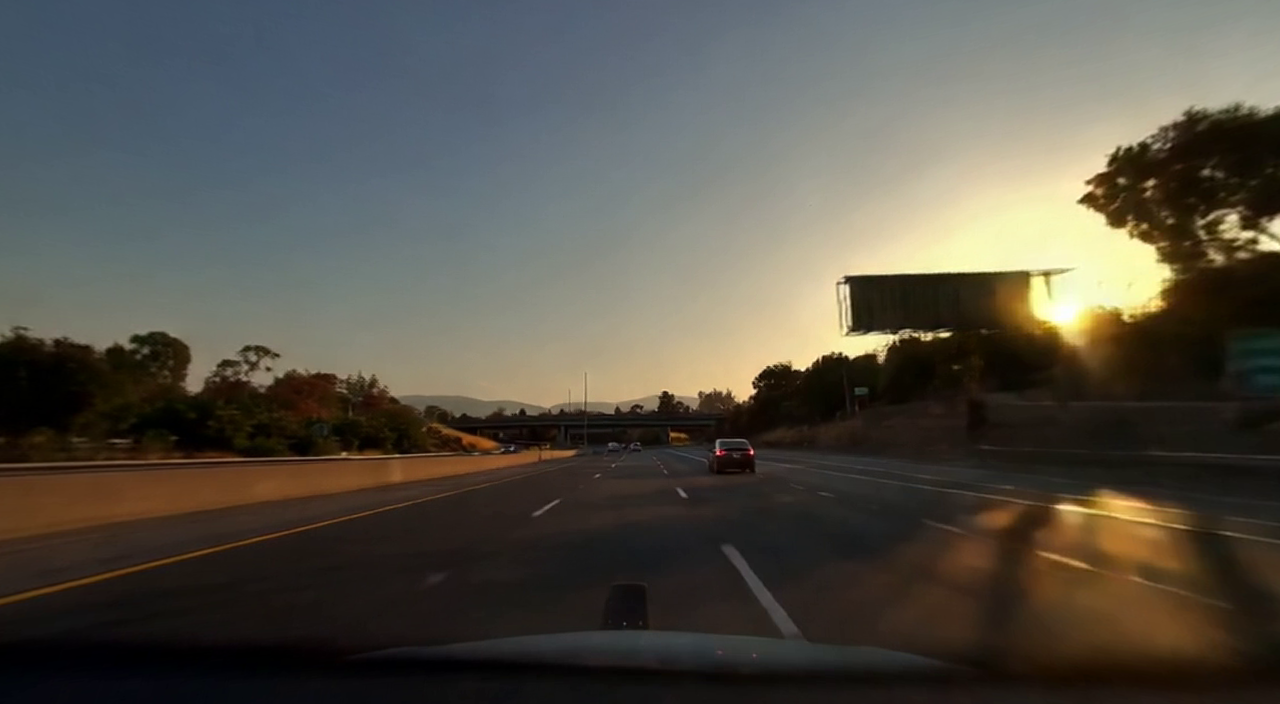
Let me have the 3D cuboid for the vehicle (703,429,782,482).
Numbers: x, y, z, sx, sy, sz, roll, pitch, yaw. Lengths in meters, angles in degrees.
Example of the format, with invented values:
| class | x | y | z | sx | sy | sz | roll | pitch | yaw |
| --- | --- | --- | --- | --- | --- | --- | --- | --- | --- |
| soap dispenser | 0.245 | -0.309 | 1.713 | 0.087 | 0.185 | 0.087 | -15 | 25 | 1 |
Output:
| class | x | y | z | sx | sy | sz | roll | pitch | yaw |
| --- | --- | --- | --- | --- | --- | --- | --- | --- | --- |
| vehicle | 3.557 | 3.722 | 22.894 | 2.039 | 1.701 | 4.834 | 0 | -9 | 0 |
